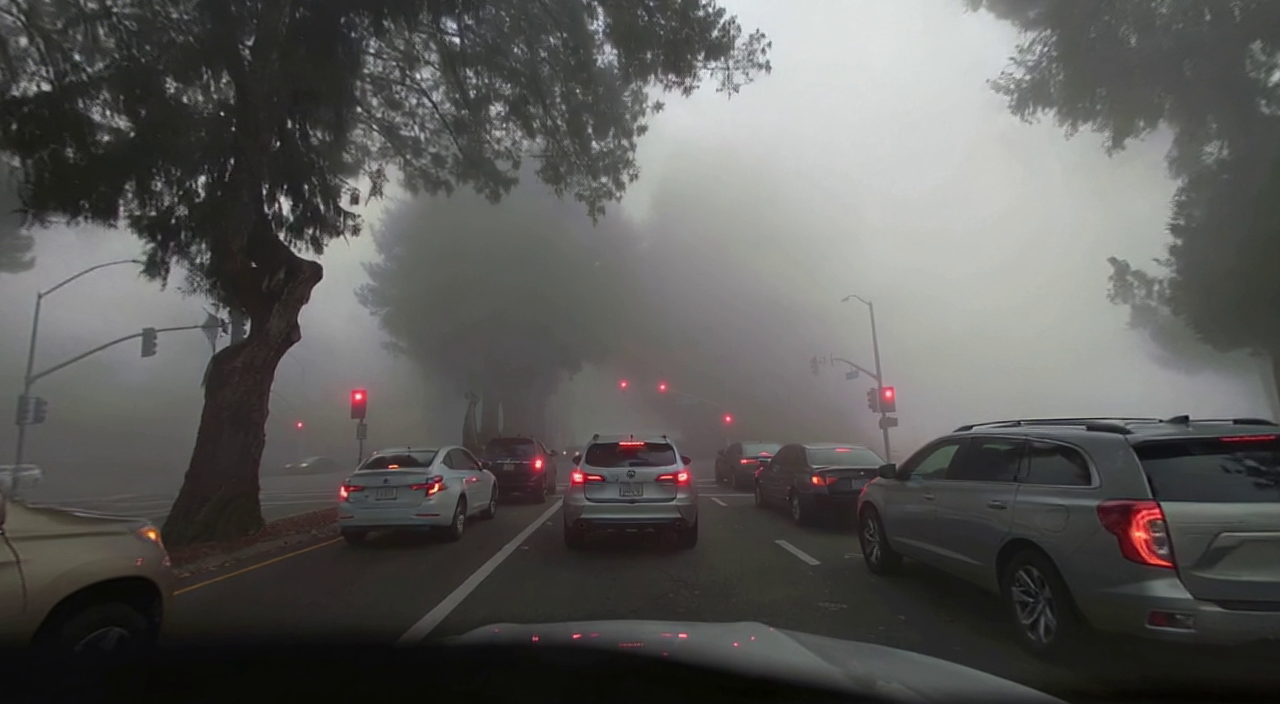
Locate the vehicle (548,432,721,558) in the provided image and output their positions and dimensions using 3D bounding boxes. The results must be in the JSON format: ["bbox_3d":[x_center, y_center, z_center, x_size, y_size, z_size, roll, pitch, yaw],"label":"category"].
[{"bbox_3d":[-0.077,2.004,9.588,2.061,1.470,3.970,0,-8,0],"label":"vehicle"}]

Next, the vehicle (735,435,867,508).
[{"bbox_3d":[3.643,2.781,15.241,1.922,1.472,4.440,0,-8,-1],"label":"vehicle"}]

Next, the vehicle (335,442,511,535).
[{"bbox_3d":[-3.927,2.509,12.336,1.919,1.459,4.371,0,-8,-1],"label":"vehicle"}]

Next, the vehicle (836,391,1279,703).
[{"bbox_3d":[3.395,1.310,5.421,1.933,1.564,4.600,0,-8,0],"label":"vehicle"}]

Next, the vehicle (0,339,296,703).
[{"bbox_3d":[-3.653,0.836,2.547,2.047,1.764,4.369,0,-8,0],"label":"vehicle"}]
